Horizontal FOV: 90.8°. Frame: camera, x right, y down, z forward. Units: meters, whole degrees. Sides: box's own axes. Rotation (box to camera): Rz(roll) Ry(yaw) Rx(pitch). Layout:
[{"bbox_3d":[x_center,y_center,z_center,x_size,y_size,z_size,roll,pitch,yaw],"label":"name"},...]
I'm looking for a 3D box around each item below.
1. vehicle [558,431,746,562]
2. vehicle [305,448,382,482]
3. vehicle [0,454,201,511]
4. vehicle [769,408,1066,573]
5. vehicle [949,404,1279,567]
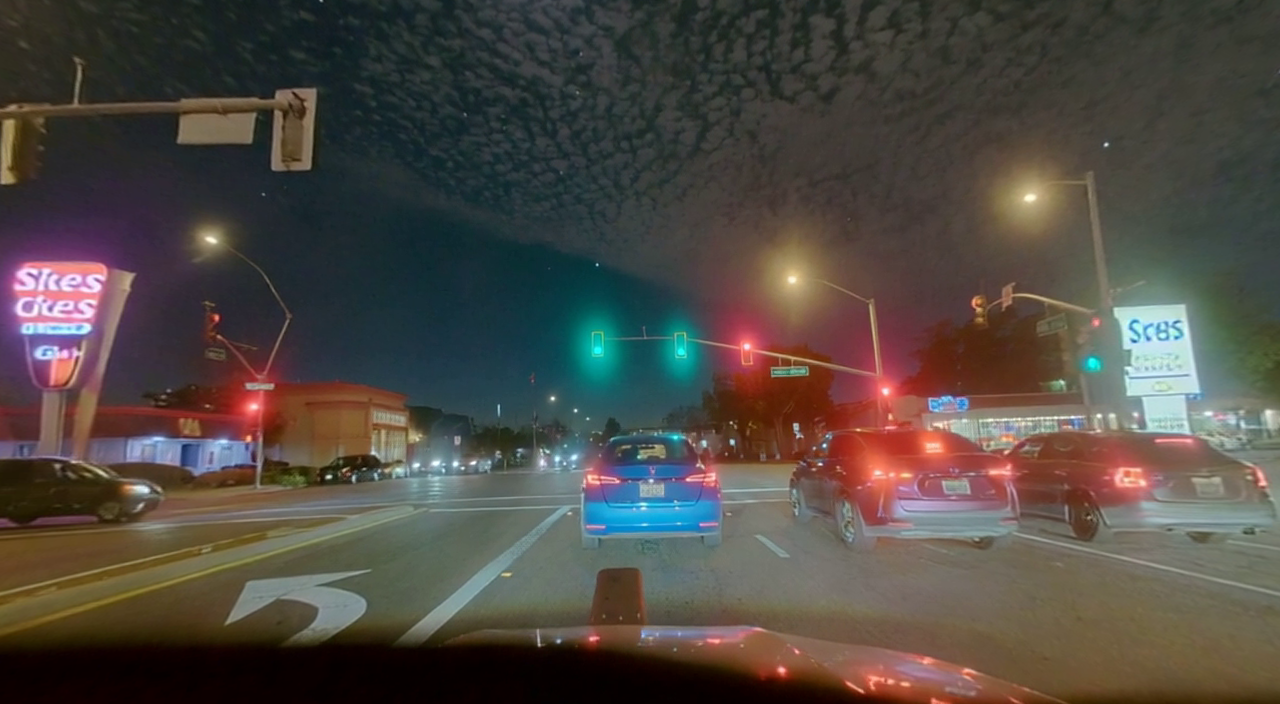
[{"bbox_3d":[0.112,1.952,9.291,2.135,1.468,4.076,0,-8,-1],"label":"vehicle"},{"bbox_3d":[-18.572,7.071,39.948,2.324,1.911,5.610,0,-9,-2],"label":"vehicle"},{"bbox_3d":[-18.151,4.349,21.421,4.780,1.669,2.232,2,-9,-16],"label":"vehicle"},{"bbox_3d":[3.272,1.745,8.769,1.973,1.633,4.717,0,-9,0],"label":"vehicle"},{"bbox_3d":[6.466,1.722,8.865,2.009,1.700,4.275,0,-8,-1],"label":"vehicle"}]
